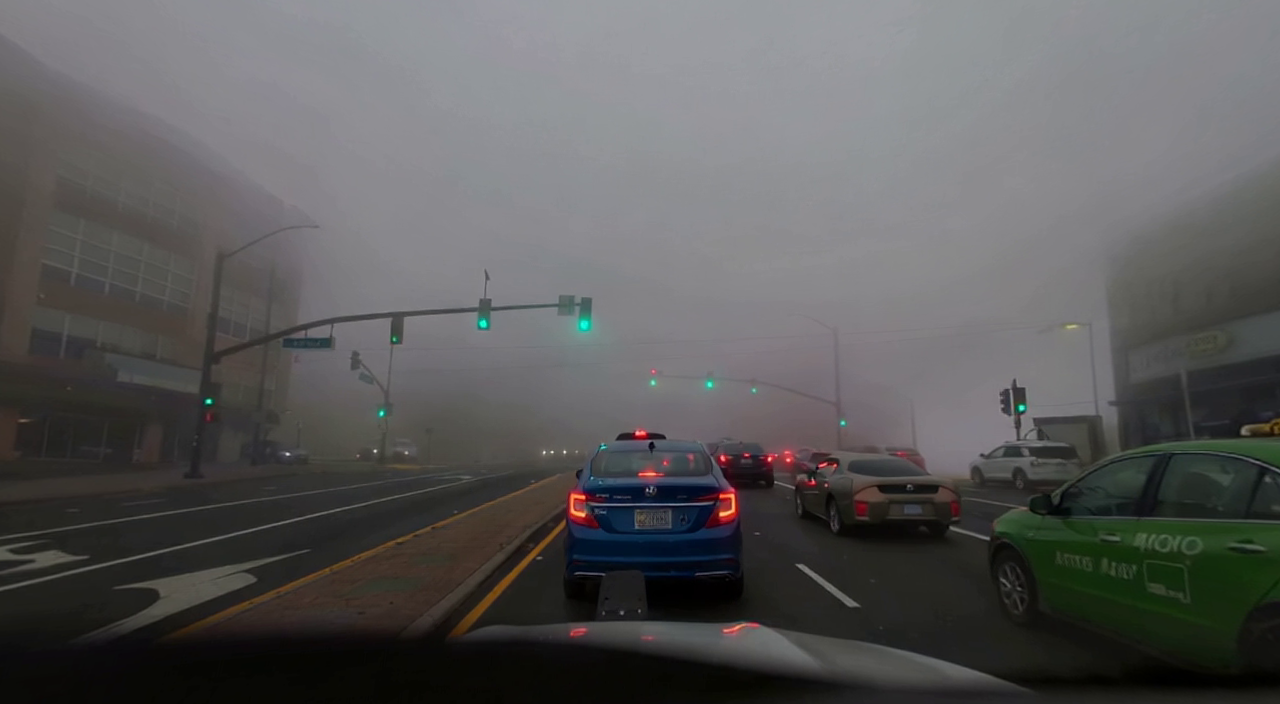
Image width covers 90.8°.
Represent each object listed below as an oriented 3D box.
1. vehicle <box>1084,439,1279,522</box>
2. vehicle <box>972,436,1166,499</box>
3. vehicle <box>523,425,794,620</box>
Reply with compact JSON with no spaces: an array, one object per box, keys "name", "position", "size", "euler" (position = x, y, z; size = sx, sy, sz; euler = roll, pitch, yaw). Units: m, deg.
[{"name":"vehicle","position":[14.189,3.107,15.951],"size":[2.235,1.721,5.230],"euler":[0,-9,1]},{"name":"vehicle","position":[14.066,3.816,21.371],"size":[2.309,1.819,5.793],"euler":[1,-9,-3]},{"name":"vehicle","position":[0.133,1.630,7.013],"size":[2.067,1.471,4.241],"euler":[0,-9,0]}]
